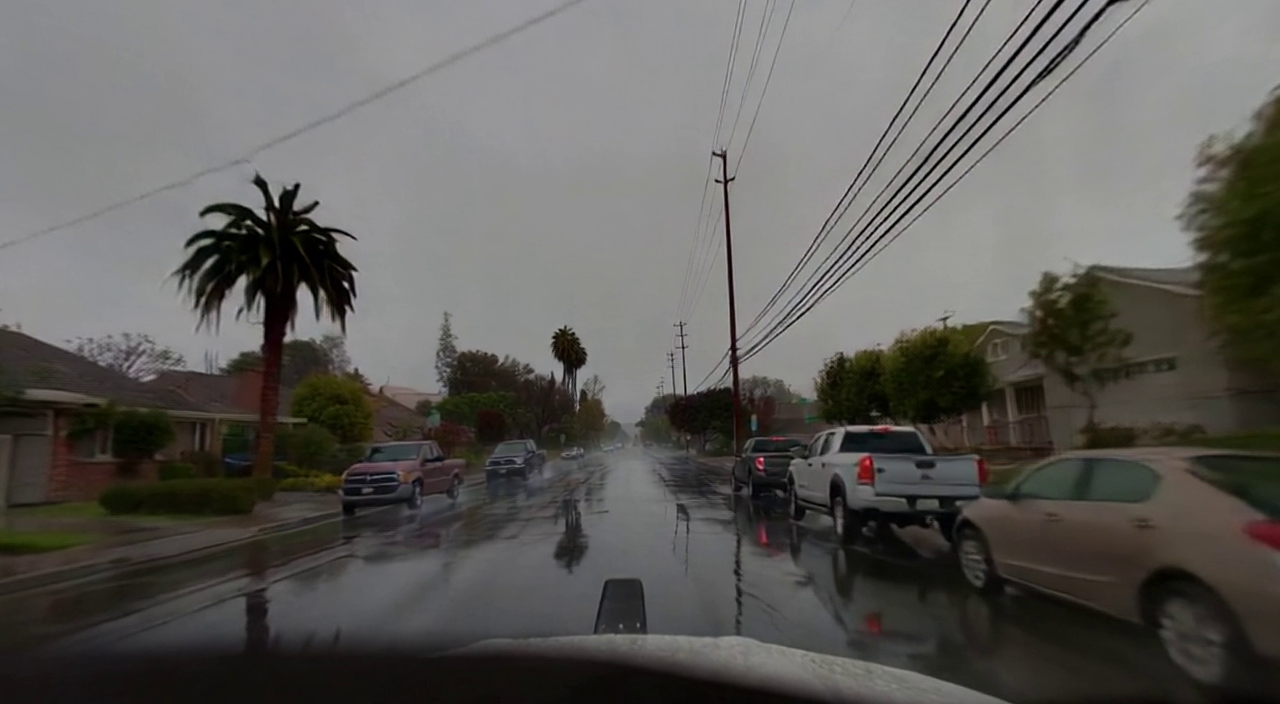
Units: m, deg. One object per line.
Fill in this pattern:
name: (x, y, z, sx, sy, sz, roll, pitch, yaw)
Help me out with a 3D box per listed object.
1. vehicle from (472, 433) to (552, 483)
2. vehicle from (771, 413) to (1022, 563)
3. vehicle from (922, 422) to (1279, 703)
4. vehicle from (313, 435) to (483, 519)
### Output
vehicle: (-5.724, 4.844, 29.183, 2.455, 2.045, 6.171, 0, -8, 0)
vehicle: (3.520, 1.953, 9.850, 1.979, 1.762, 4.621, 0, -8, 0)
vehicle: (3.850, 1.317, 4.509, 1.854, 1.493, 3.880, 0, -8, 0)
vehicle: (-5.762, 3.020, 15.885, 2.226, 1.768, 4.780, 0, -8, 2)
